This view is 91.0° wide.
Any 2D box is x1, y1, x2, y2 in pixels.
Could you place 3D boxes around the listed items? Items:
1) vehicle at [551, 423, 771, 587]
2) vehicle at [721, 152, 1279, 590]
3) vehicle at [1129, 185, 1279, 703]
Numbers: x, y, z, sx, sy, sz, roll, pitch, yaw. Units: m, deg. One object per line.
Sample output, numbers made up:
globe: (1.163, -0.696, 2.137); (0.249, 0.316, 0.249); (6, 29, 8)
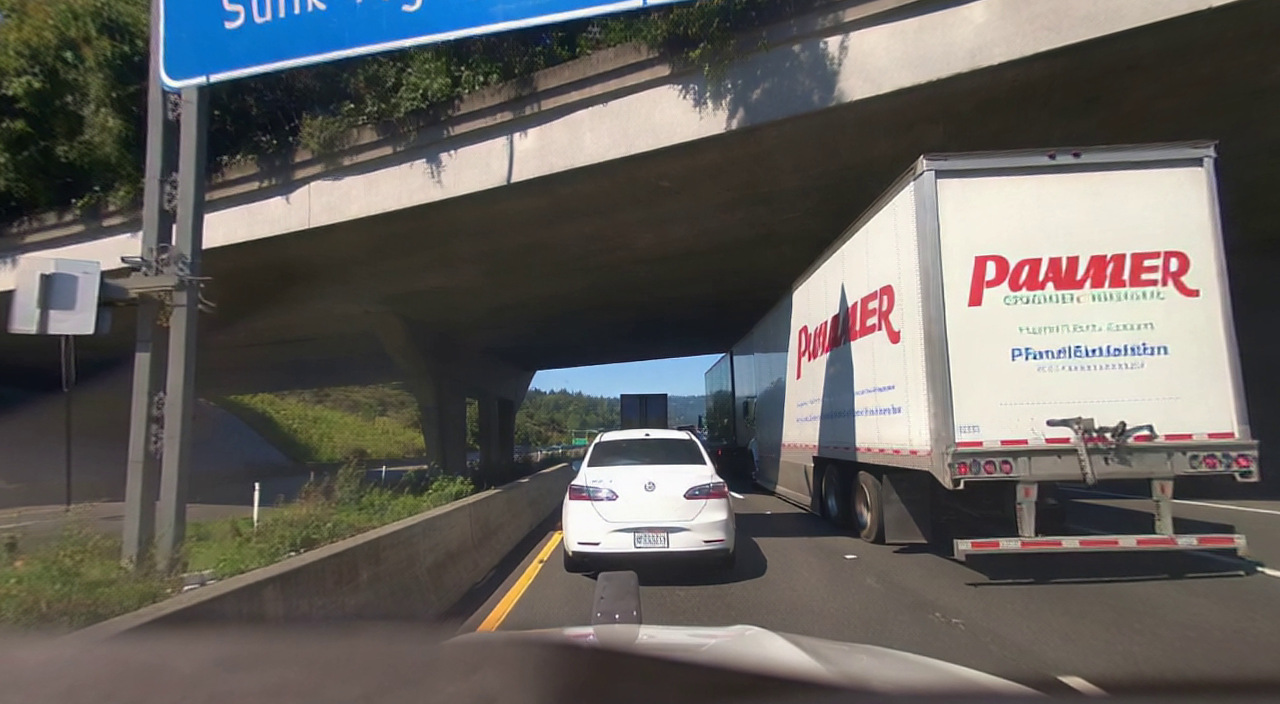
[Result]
vehicle: (0.182, 1.678, 7.713); (2.045, 1.490, 3.597); (-1, -8, 0)
vehicle: (4.187, 1.069, 12.943); (2.827, 4.081, 14.305); (0, -8, -1)
vehicle: (4.727, 0.120, 0.651); (2.892, 2.615, 6.650); (0, -8, -2)
